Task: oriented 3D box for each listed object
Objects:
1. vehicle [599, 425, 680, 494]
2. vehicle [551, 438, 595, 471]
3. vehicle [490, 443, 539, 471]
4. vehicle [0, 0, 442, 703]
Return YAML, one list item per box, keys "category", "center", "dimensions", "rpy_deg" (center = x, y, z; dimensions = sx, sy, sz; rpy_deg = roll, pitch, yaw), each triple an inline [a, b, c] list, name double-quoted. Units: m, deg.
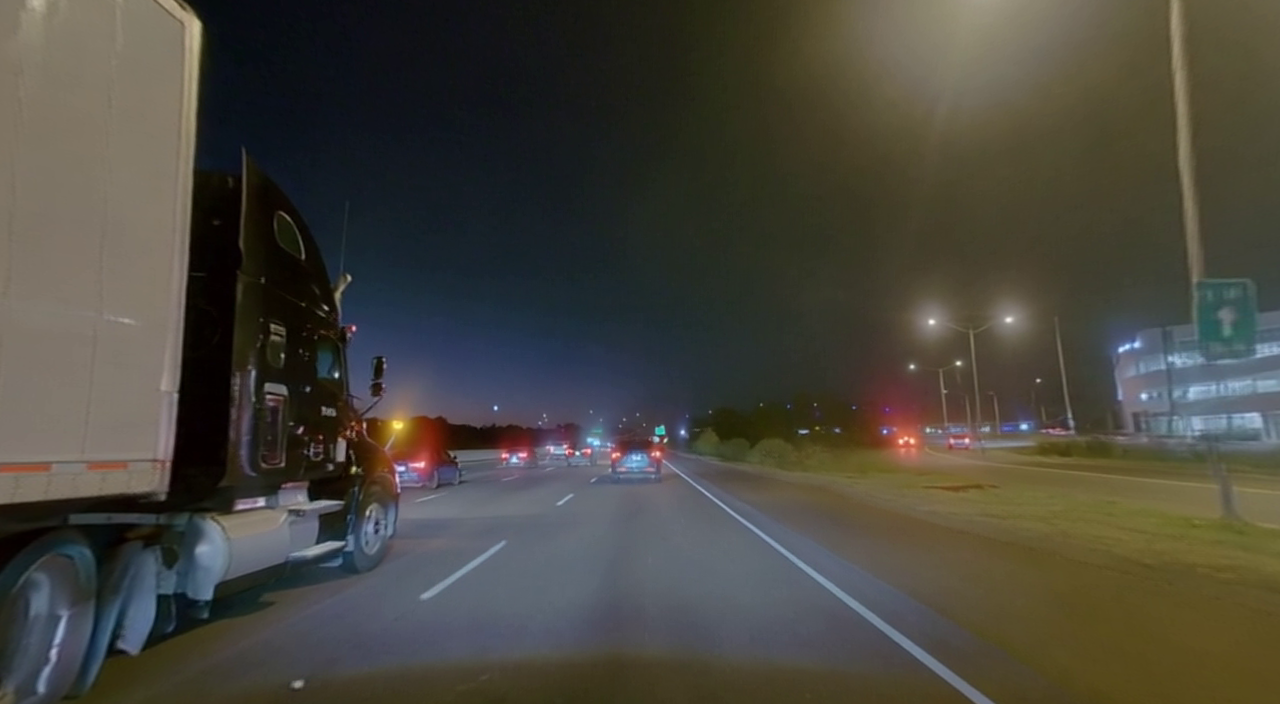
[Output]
- category: "vehicle"
  center: [0.005, 3.138, 18.664]
  dimensions: [2.152, 1.779, 3.924]
  rpy_deg: [0, -9, 1]
- category: "vehicle"
  center: [-3.591, 5.567, 34.484]
  dimensions: [1.952, 1.649, 4.131]
  rpy_deg: [0, -9, 1]
- category: "vehicle"
  center: [-7.185, 6.053, 36.562]
  dimensions: [1.869, 1.466, 4.217]
  rpy_deg: [0, -9, 1]
- category: "vehicle"
  center: [-3.810, -0.418, 2.589]
  dimensions: [2.990, 3.885, 8.540]
  rpy_deg: [0, -9, 1]
